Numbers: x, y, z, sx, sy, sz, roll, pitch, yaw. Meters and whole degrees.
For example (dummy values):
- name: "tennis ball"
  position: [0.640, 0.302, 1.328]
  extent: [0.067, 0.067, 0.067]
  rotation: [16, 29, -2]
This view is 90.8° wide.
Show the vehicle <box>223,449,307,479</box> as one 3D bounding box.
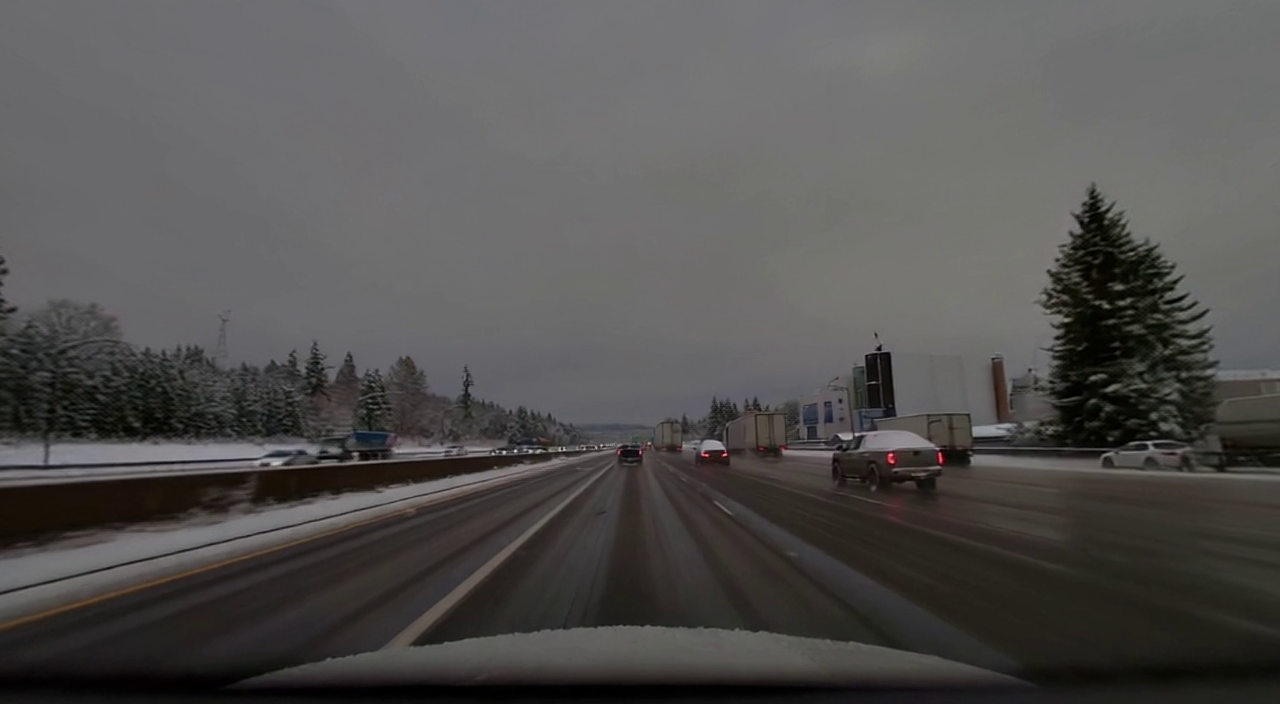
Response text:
- name: "vehicle"
  position: [-20.305, 6.063, 34.476]
  extent: [1.833, 1.473, 4.440]
  rotation: [0, -9, 1]

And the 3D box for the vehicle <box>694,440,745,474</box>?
- name: "vehicle"
  position: [4.207, 5.638, 34.058]
  extent: [2.154, 1.658, 4.347]
  rotation: [0, -9, 0]

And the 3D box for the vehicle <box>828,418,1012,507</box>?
- name: "vehicle"
  position: [7.296, 2.983, 17.425]
  extent: [2.369, 2.007, 5.700]
  rotation: [0, -9, -1]

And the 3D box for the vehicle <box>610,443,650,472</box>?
- name: "vehicle"
  position: [-0.539, 5.970, 35.928]
  extent: [2.163, 1.551, 4.180]
  rotation: [0, -9, 0]

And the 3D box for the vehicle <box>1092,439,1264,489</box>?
- name: "vehicle"
  position: [22.173, 4.626, 26.497]
  extent: [2.150, 1.866, 5.885]
  rotation: [0, -9, 2]
